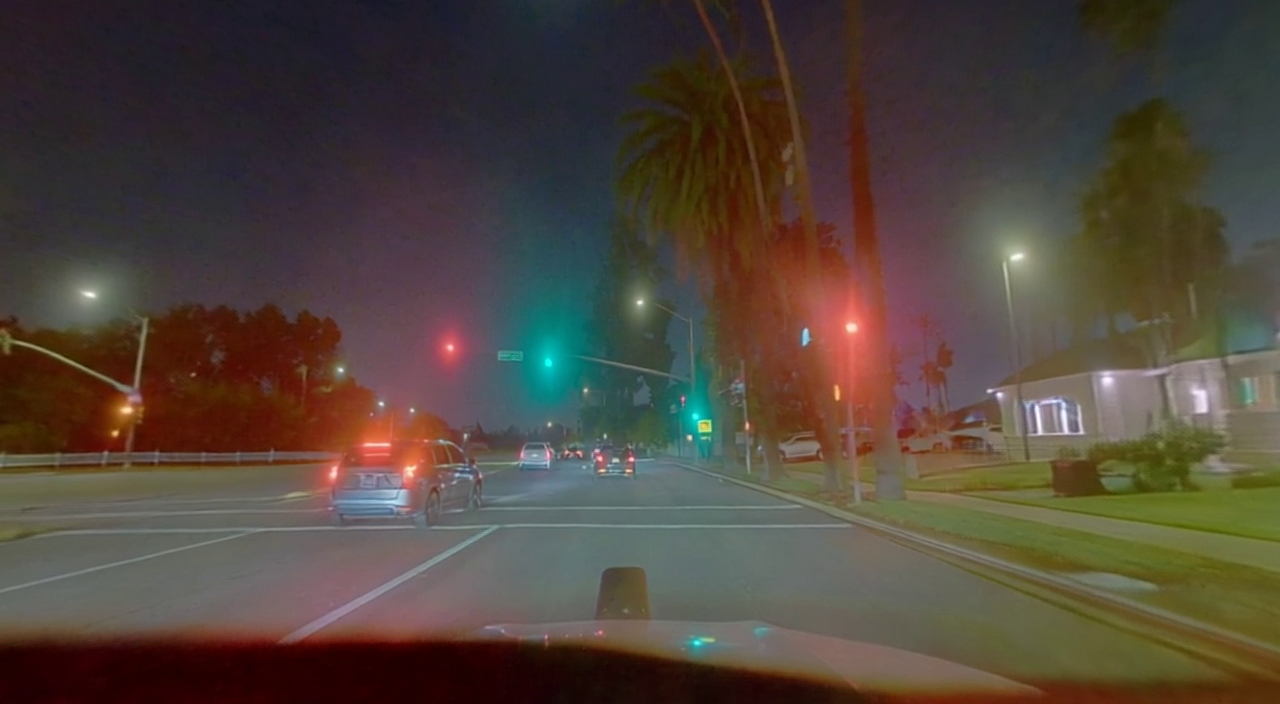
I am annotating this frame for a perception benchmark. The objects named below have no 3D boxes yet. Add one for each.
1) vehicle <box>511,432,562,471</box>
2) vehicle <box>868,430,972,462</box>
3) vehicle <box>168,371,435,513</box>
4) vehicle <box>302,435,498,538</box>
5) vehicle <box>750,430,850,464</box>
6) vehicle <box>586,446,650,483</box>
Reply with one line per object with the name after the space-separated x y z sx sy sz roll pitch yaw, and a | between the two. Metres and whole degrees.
-5.368 5.247 33.304 2.032 1.852 4.571 -1 -8 -2 | vehicle
14.565 4.881 32.836 4.615 1.555 2.021 2 -9 -15 | vehicle
-7.645 2.228 15.603 2.821 2.701 6.721 -1 -8 0 | vehicle
-3.925 2.252 11.212 1.709 1.425 4.337 -1 -9 1 | vehicle
8.601 5.117 34.026 4.742 1.690 2.218 2 -9 -18 | vehicle
-0.841 4.093 23.299 2.131 1.222 3.868 0 -9 -3 | vehicle
